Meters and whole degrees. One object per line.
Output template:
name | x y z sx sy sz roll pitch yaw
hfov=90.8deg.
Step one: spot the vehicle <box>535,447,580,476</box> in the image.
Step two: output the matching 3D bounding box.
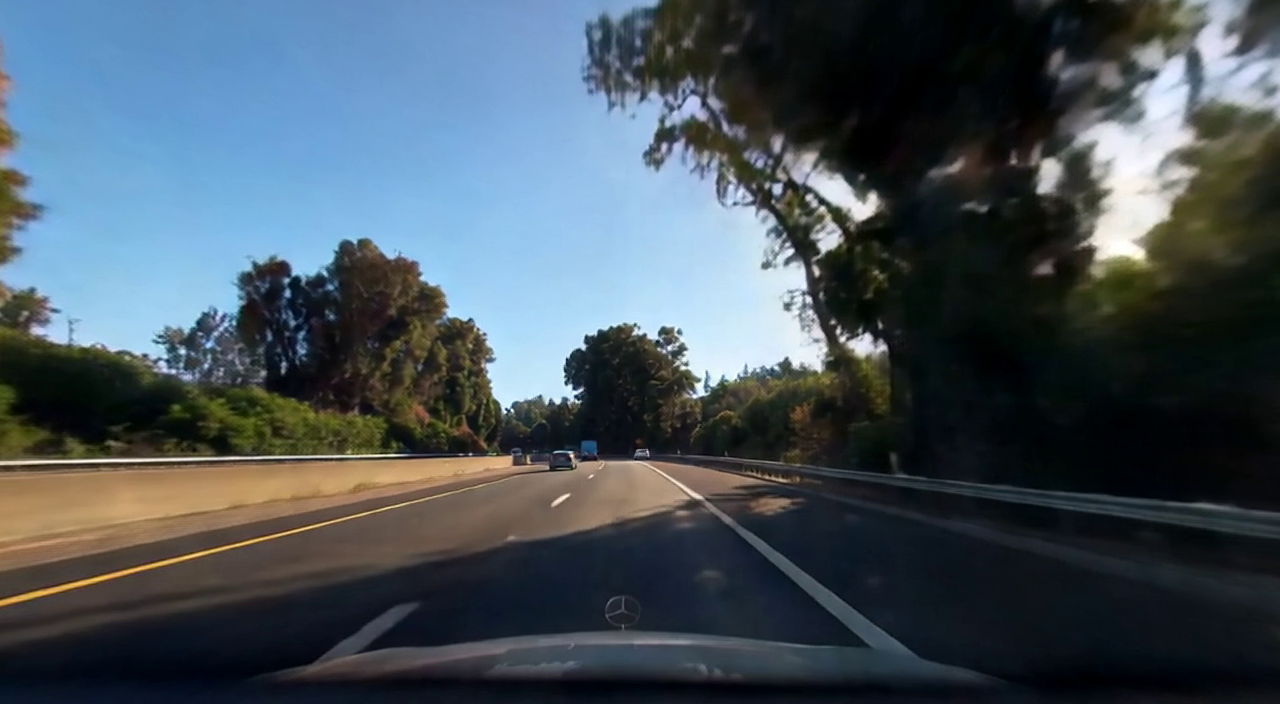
vehicle | -4.675 6.205 36.159 2.049 1.521 4.366 0 -9 -1
